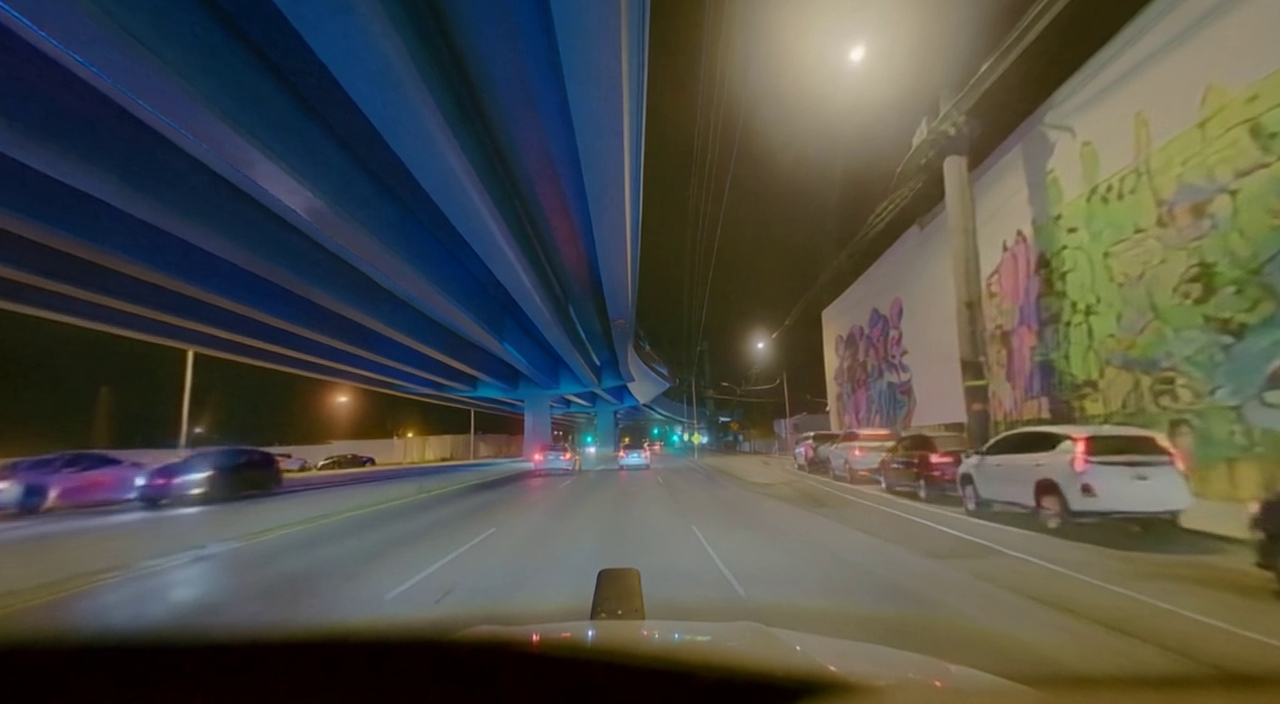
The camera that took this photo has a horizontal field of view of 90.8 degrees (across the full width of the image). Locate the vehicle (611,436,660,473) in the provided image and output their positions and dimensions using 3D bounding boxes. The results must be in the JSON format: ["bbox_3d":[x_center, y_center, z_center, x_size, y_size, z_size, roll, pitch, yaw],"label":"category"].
[{"bbox_3d":[-0.196,4.813,29.874,2.155,1.571,3.734,0,-8,1],"label":"vehicle"}]

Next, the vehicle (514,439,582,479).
[{"bbox_3d":[-3.807,4.518,27.059,2.024,1.533,4.549,-1,-8,3],"label":"vehicle"}]

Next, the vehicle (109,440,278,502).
[{"bbox_3d":[-13.993,3.716,20.243,2.069,1.728,4.567,0,-8,0],"label":"vehicle"}]

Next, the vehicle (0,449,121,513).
[{"bbox_3d":[-17.750,3.609,18.010,2.056,1.643,4.362,-1,-8,2],"label":"vehicle"}]

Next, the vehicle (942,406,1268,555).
[{"bbox_3d":[6.439,1.801,9.490,1.940,1.738,3.956,-1,-8,2],"label":"vehicle"}]
